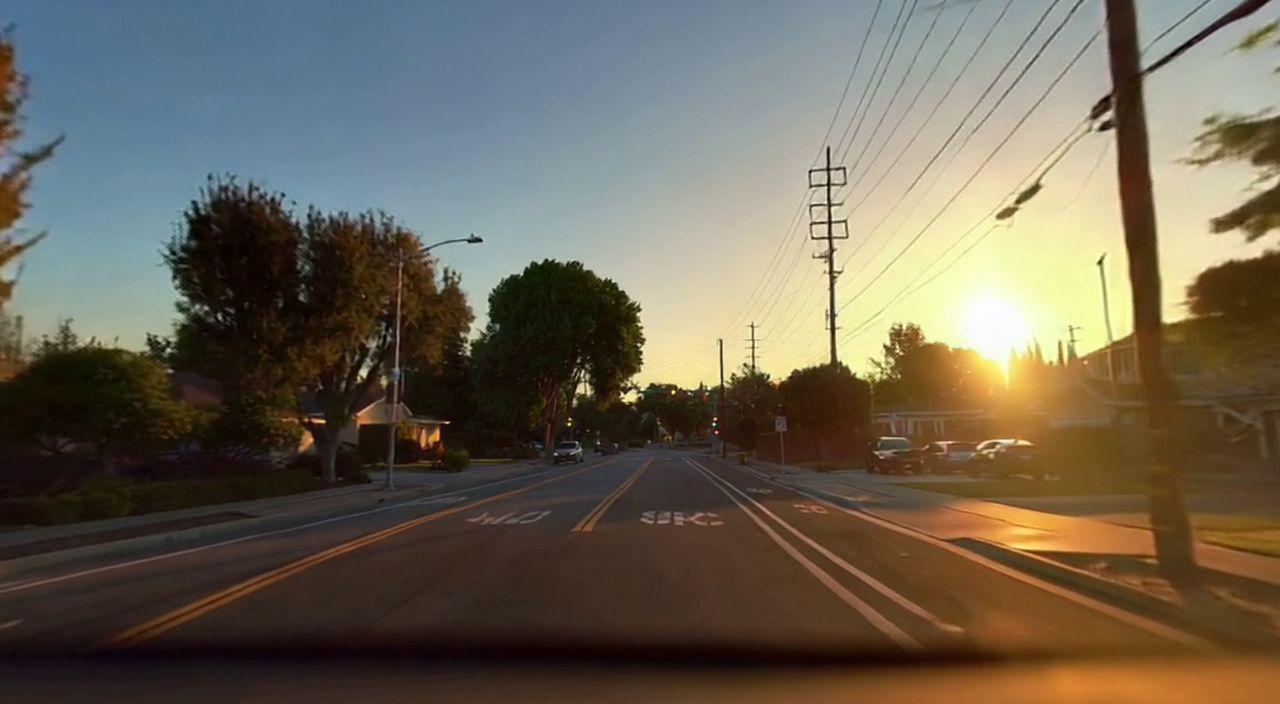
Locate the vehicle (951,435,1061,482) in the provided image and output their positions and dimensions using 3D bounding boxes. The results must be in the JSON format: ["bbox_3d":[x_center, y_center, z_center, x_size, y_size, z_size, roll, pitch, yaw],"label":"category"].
[{"bbox_3d":[14.677,4.280,25.573,1.935,1.683,4.669,0,-9,4],"label":"vehicle"}]

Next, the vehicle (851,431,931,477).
[{"bbox_3d":[11.529,4.712,29.280,1.912,1.953,4.651,0,-9,2],"label":"vehicle"}]
